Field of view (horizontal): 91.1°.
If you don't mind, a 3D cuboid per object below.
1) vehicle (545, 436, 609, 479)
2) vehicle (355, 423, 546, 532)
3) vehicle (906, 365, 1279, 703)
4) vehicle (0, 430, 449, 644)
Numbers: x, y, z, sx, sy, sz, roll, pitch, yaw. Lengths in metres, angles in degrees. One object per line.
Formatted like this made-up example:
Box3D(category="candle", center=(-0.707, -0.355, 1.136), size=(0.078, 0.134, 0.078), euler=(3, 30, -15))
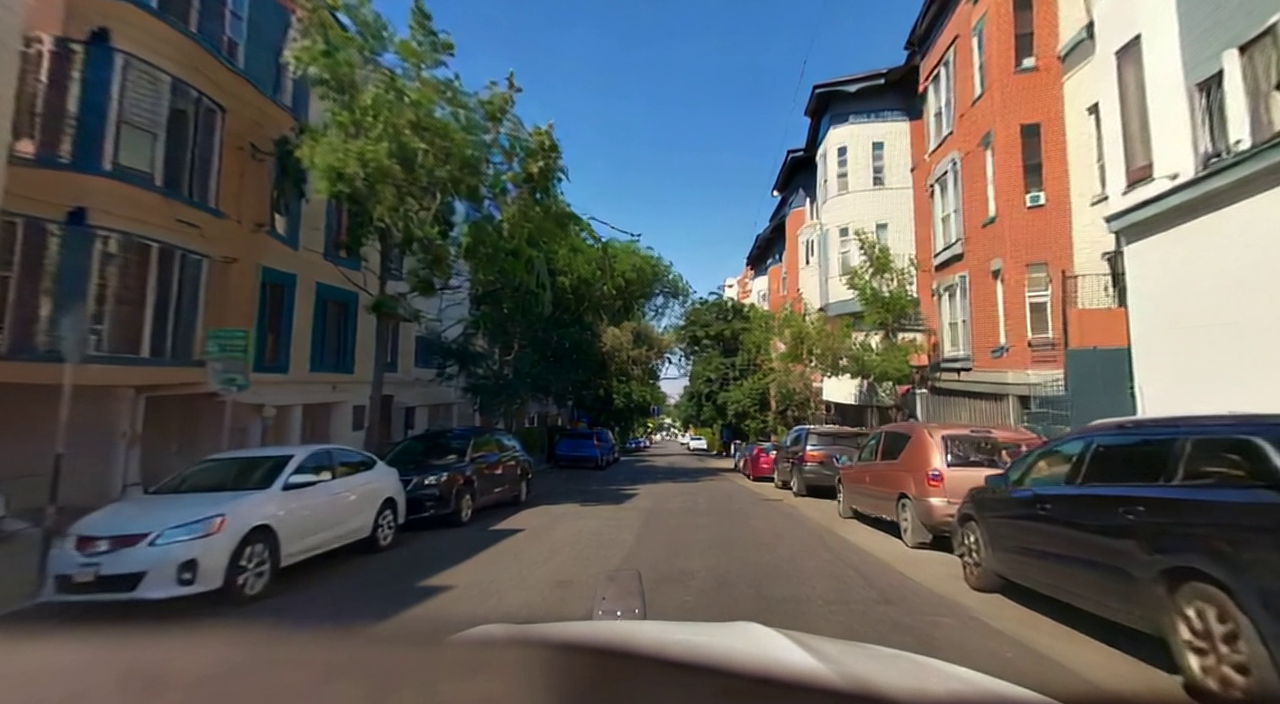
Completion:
Box3D(category="vehicle", center=(-2.328, 3.992, 24.132), size=(1.840, 1.493, 3.761), euler=(-1, -8, 4))
Box3D(category="vehicle", center=(-3.197, 2.201, 11.710), size=(1.942, 1.629, 4.302), euler=(-1, -8, 4))
Box3D(category="vehicle", center=(3.489, 1.081, 4.008), size=(1.883, 1.615, 4.234), euler=(-1, -8, 3))
Box3D(category="vehicle", center=(-3.703, 1.560, 6.506), size=(1.830, 1.427, 4.294), euler=(-1, -8, 4))
